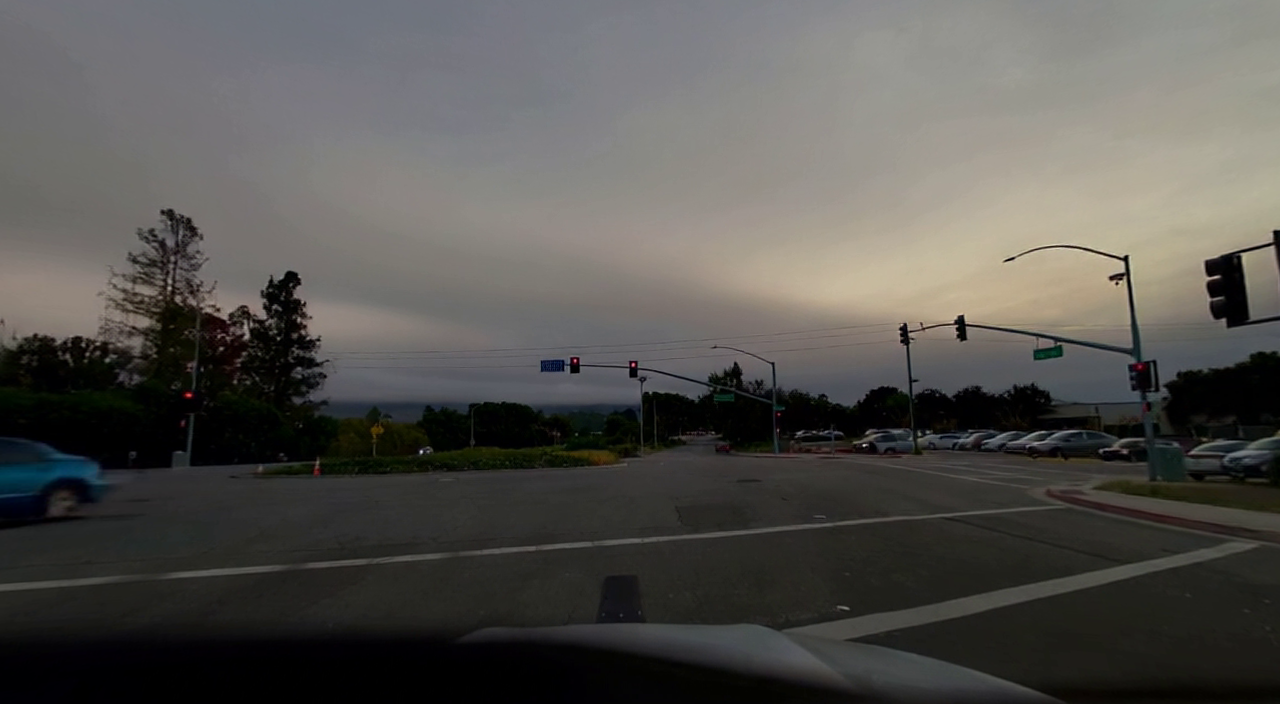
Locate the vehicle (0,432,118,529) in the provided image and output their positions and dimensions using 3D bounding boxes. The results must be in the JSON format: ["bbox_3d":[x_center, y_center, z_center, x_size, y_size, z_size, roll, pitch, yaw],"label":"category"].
[{"bbox_3d":[-10.994,2.011,9.858,1.740,1.500,3.896,-4,-9,24],"label":"vehicle"}]

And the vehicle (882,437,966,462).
[{"bbox_3d":[18.721,6.426,41.613,5.234,1.549,1.982,4,-9,-24],"label":"vehicle"}]

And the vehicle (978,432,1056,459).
[{"bbox_3d":[26.982,6.731,45.252,5.032,1.828,2.183,4,-9,-24],"label":"vehicle"}]

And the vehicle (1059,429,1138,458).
[{"bbox_3d":[36.121,7.206,49.715,6.148,2.119,2.473,4,-10,-28],"label":"vehicle"}]
